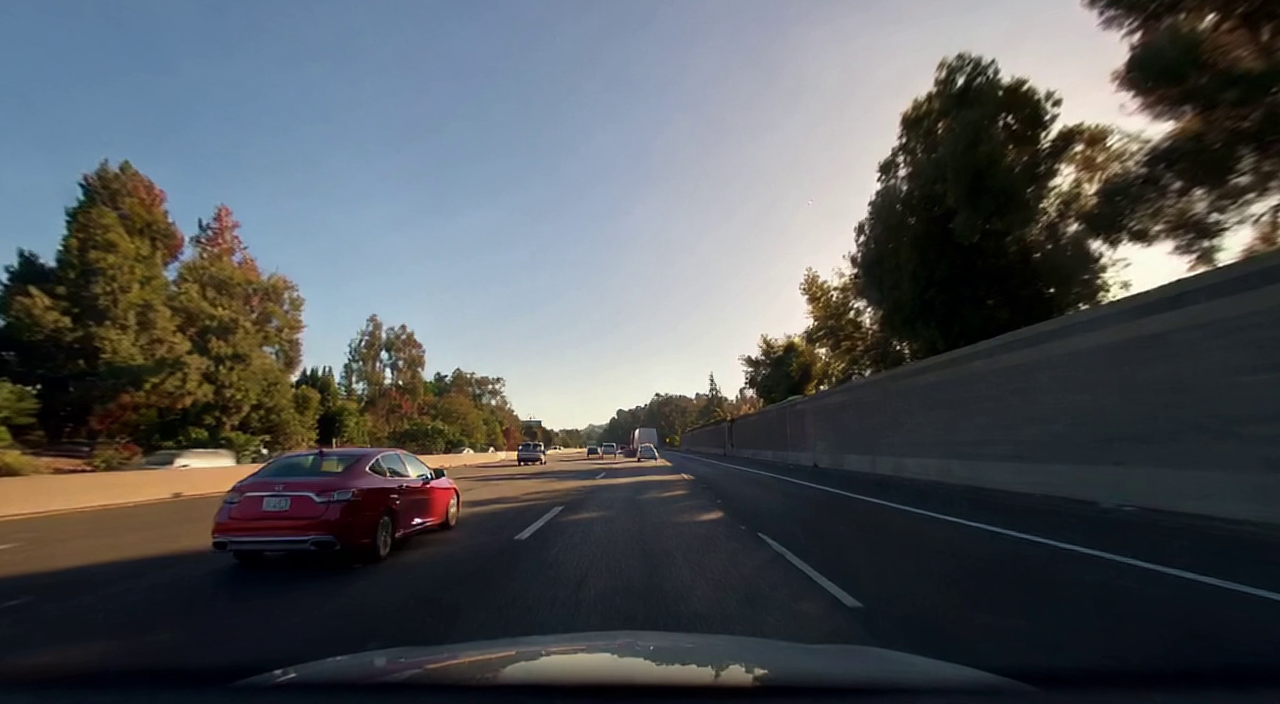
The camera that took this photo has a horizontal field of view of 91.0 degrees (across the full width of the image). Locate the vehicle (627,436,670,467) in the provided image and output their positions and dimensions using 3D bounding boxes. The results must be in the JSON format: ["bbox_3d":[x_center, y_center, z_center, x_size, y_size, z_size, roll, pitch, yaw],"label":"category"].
[{"bbox_3d":[0.501,7.007,44.461,2.856,1.994,4.931,0,-9,-1],"label":"vehicle"}]

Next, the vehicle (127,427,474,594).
[{"bbox_3d":[-3.707,1.791,8.040,2.000,1.512,4.371,0,-9,0],"label":"vehicle"}]

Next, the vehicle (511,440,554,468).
[{"bbox_3d":[-7.248,6.912,42.793,2.068,1.757,4.611,0,-9,0],"label":"vehicle"}]

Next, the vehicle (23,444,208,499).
[{"bbox_3d":[-16.940,3.849,20.748,1.939,1.591,4.751,0,-9,1],"label":"vehicle"}]
